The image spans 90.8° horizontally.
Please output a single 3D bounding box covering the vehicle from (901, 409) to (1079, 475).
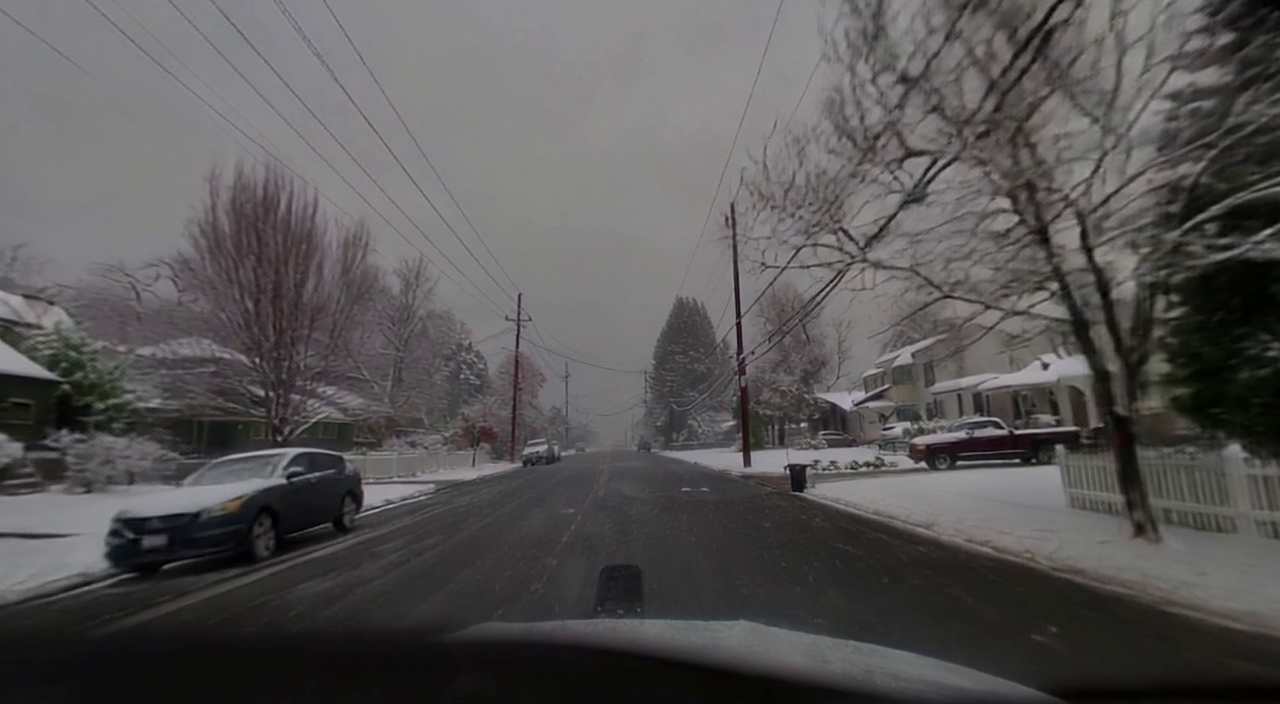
[{"bbox_3d":[10.845,2.896,19.896,4.293,1.657,1.961,-5,-12,7],"label":"vehicle"}]

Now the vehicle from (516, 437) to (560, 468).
[{"bbox_3d":[-6.987,6.950,43.790,2.240,1.940,5.429,-2,-9,-2],"label":"vehicle"}]

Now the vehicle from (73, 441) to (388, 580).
[{"bbox_3d":[-6.168,2.353,10.528,1.954,1.551,5.128,-3,-7,-1],"label":"vehicle"}]
